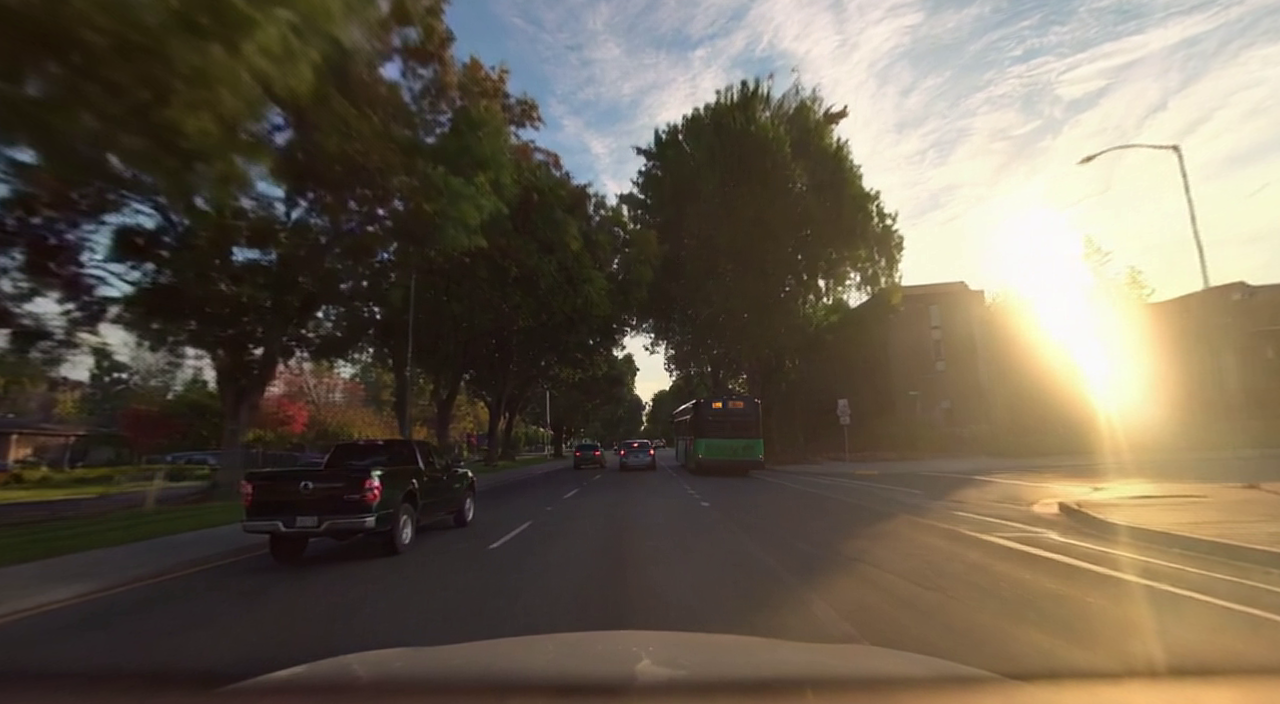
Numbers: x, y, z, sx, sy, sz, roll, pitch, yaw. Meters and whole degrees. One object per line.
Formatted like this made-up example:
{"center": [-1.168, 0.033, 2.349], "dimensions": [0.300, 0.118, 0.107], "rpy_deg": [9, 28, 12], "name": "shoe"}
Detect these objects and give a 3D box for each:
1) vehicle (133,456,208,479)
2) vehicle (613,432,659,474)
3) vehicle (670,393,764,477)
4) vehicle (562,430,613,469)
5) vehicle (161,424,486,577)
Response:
{"center": [-33.831, 8.300, 45.614], "dimensions": [1.745, 1.441, 4.693], "rpy_deg": [-1, -8, 1], "name": "vehicle"}
{"center": [-0.158, 4.923, 30.885], "dimensions": [2.074, 1.849, 5.137], "rpy_deg": [-1, -8, 1], "name": "vehicle"}
{"center": [3.303, 4.170, 31.070], "dimensions": [3.059, 3.264, 12.623], "rpy_deg": [-1, -8, 0], "name": "vehicle"}
{"center": [-2.949, 5.718, 36.955], "dimensions": [2.513, 2.066, 5.820], "rpy_deg": [-1, -8, 0], "name": "vehicle"}
{"center": [-3.825, 1.874, 8.811], "dimensions": [2.109, 1.543, 4.535], "rpy_deg": [-1, -8, 1], "name": "vehicle"}
